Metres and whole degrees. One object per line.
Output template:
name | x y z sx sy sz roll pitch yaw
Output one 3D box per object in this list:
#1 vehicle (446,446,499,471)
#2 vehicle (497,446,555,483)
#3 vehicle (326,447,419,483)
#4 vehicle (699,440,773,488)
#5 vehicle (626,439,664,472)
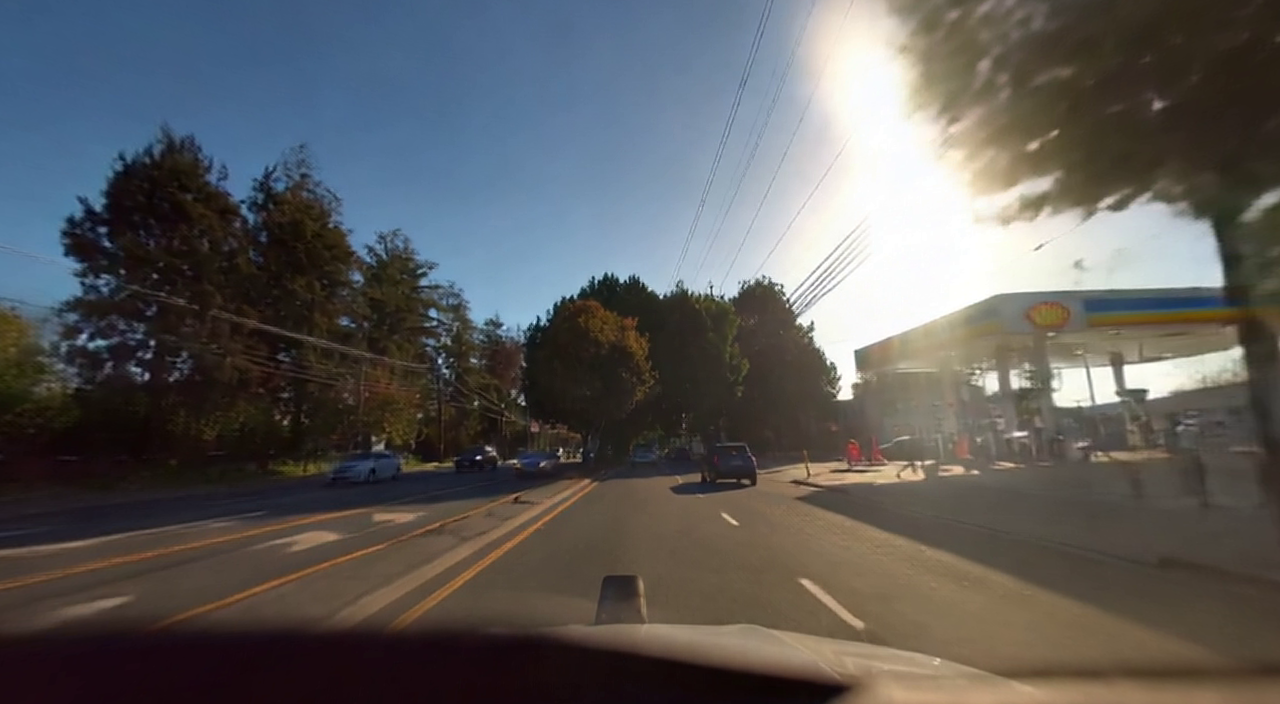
vehicle | -11.322 7.234 43.025 2.186 1.607 4.488 -1 -9 2
vehicle | -4.846 4.845 27.351 1.816 1.484 3.629 -1 -9 0
vehicle | -12.360 5.243 29.601 2.264 1.515 4.718 -1 -9 1
vehicle | 3.495 4.187 23.849 1.990 1.592 4.294 0 -9 -1
vehicle | 0.275 6.197 37.761 2.163 1.825 4.073 -1 -9 0
